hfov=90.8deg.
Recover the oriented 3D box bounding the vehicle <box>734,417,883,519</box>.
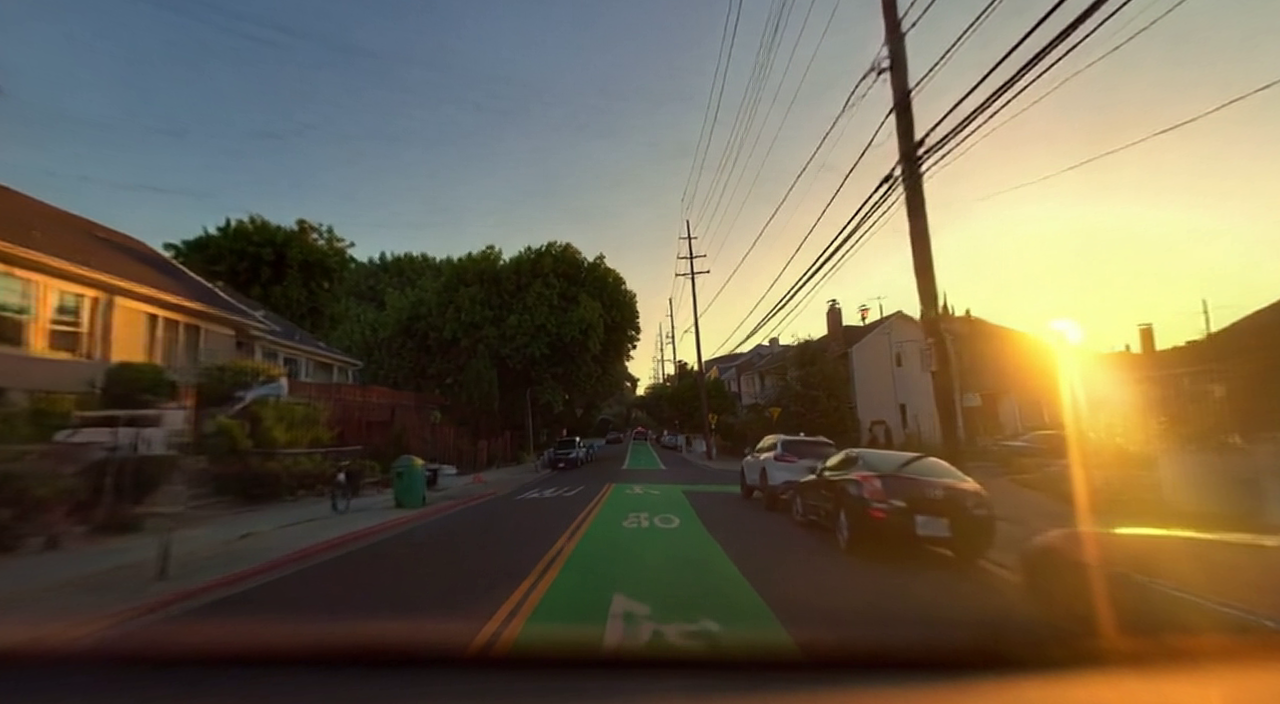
[{"bbox_3d":[3.686,2.749,14.833,2.054,1.879,4.717,3,-11,-2],"label":"vehicle"}]

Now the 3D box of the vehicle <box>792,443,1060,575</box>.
[{"bbox_3d":[3.834,2.145,9.468,1.981,1.512,4.144,0,-9,-1],"label":"vehicle"}]
